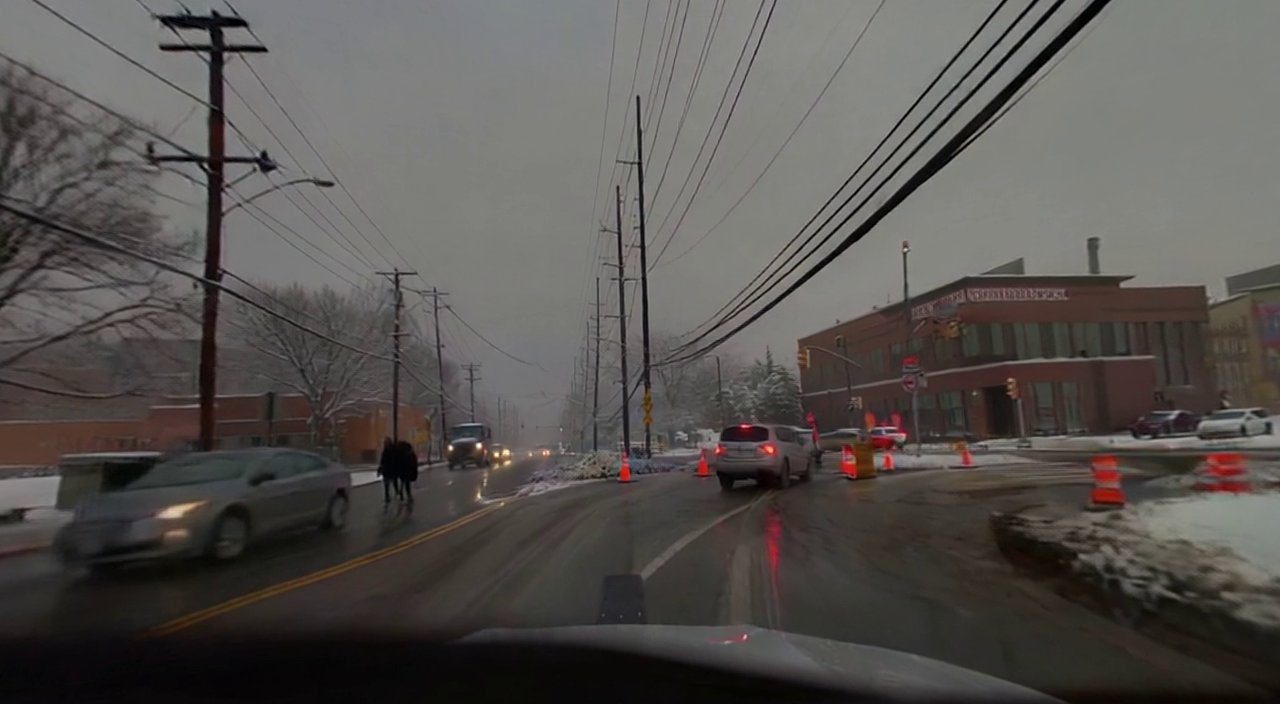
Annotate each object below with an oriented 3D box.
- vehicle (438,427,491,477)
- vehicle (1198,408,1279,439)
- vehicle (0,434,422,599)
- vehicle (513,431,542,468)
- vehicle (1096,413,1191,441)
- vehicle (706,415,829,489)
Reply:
[{"bbox_3d":[-10.357,5.903,37.497,2.185,2.644,3.306,-5,-8,-4],"label":"vehicle"},{"bbox_3d":[36.409,4.249,37.377,1.922,1.704,4.550,5,-10,-32],"label":"vehicle"},{"bbox_3d":[-4.982,1.905,8.423,2.103,1.526,4.743,-1,-8,5],"label":"vehicle"},{"bbox_3d":[-8.617,7.481,48.575,1.959,2.654,4.078,1,-8,-7],"label":"vehicle"},{"bbox_3d":[33.337,5.039,41.929,1.937,1.688,4.382,5,-10,-35],"label":"vehicle"},{"bbox_3d":[3.969,2.951,18.862,2.256,1.859,5.118,-4,-9,27],"label":"vehicle"}]
